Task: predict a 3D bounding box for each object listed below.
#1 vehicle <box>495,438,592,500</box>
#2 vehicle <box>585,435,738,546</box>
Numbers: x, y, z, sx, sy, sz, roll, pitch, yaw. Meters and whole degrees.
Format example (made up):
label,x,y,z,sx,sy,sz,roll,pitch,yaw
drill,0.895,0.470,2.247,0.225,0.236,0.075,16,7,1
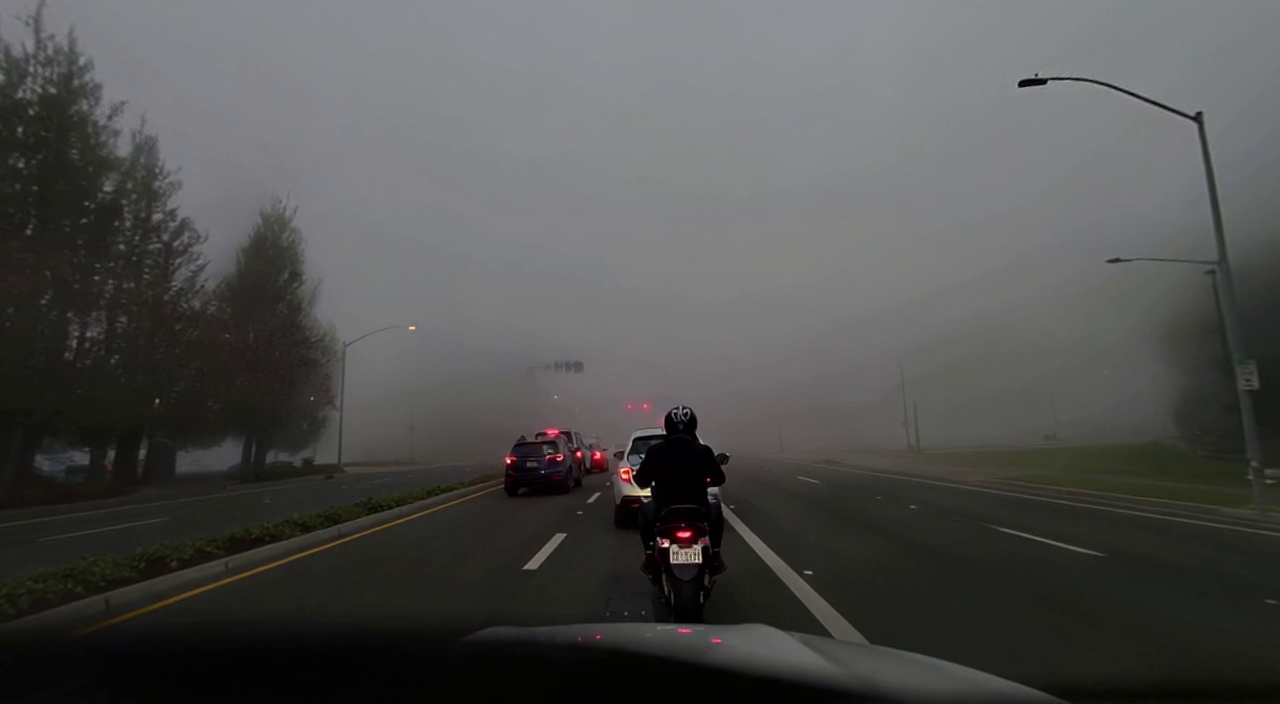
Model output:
label,x,y,z,sx,sy,sz,roll,pitch,yaw
vehicle,-2.550,3.190,17.659,1.979,1.499,3.840,-1,-8,2
vehicle,0.327,2.173,10.703,2.009,1.450,4.608,-1,-8,1
